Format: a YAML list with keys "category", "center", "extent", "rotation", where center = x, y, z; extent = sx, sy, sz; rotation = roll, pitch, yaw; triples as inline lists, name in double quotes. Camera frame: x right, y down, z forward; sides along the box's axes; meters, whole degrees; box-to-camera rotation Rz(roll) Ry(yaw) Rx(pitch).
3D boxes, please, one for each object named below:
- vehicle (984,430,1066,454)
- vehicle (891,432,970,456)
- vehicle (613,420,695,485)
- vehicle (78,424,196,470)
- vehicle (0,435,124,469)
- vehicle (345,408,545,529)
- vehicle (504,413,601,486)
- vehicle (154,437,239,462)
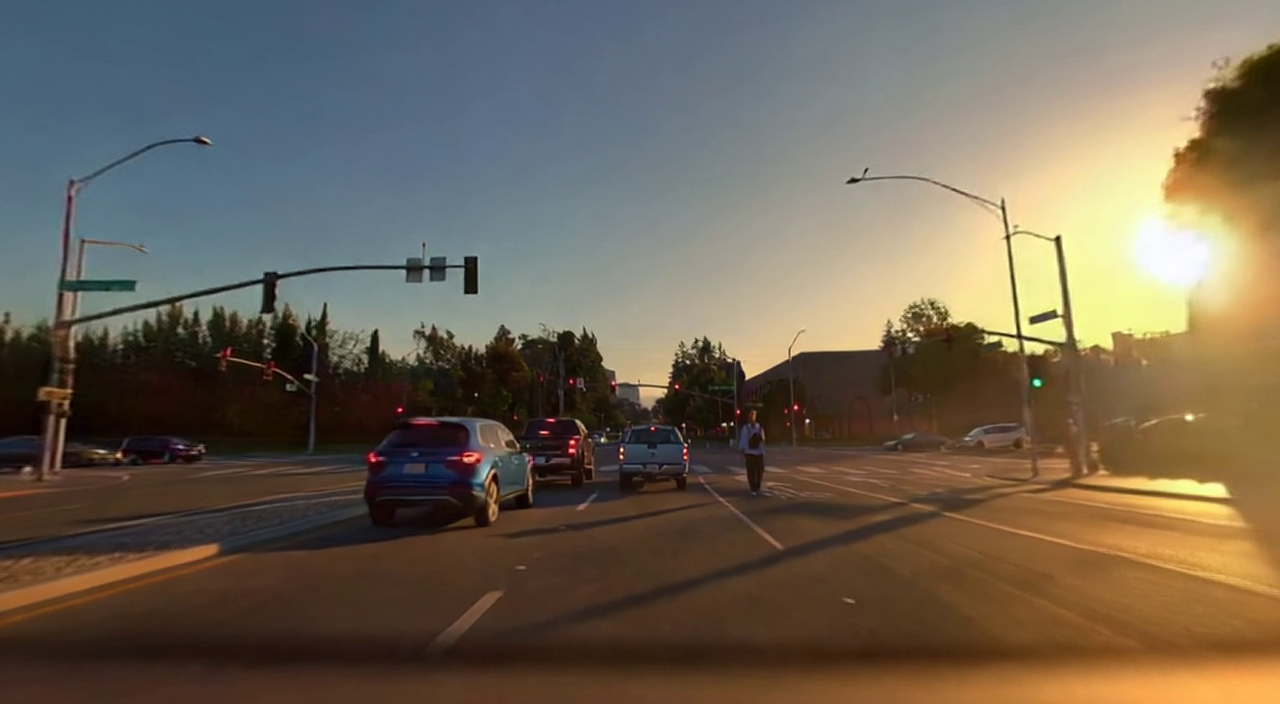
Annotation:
- category: "vehicle"
  center: [28.947, 6.790, 47.270]
  extent: [4.849, 1.759, 2.041]
  rotation: [0, -8, -1]
- category: "vehicle"
  center: [20.311, 6.444, 44.030]
  extent: [4.624, 1.601, 1.871]
  rotation: [0, -8, -2]
- category: "vehicle"
  center: [0.365, 3.073, 19.427]
  extent: [2.204, 1.738, 4.690]
  rotation: [0, -8, 0]
- category: "vehicle"
  center: [-32.823, 6.144, 41.066]
  extent: [5.884, 2.243, 2.287]
  rotation: [-6, -5, 0]
- category: "vehicle"
  center: [-31.181, 5.358, 33.764]
  extent: [4.956, 1.737, 2.135]
  rotation: [0, -8, 2]
- category: "vehicle"
  center: [-3.122, 1.987, 11.222]
  extent: [2.006, 1.707, 4.448]
  rotation: [0, -8, 2]
- category: "vehicle"
  center: [-2.479, 2.946, 19.134]
  extent: [2.220, 1.926, 4.870]
  rotation: [0, -8, 0]
- category: "vehicle"
  center: [-31.200, 6.848, 44.280]
  extent: [4.406, 1.682, 2.040]
  rotation: [0, -8, 1]
